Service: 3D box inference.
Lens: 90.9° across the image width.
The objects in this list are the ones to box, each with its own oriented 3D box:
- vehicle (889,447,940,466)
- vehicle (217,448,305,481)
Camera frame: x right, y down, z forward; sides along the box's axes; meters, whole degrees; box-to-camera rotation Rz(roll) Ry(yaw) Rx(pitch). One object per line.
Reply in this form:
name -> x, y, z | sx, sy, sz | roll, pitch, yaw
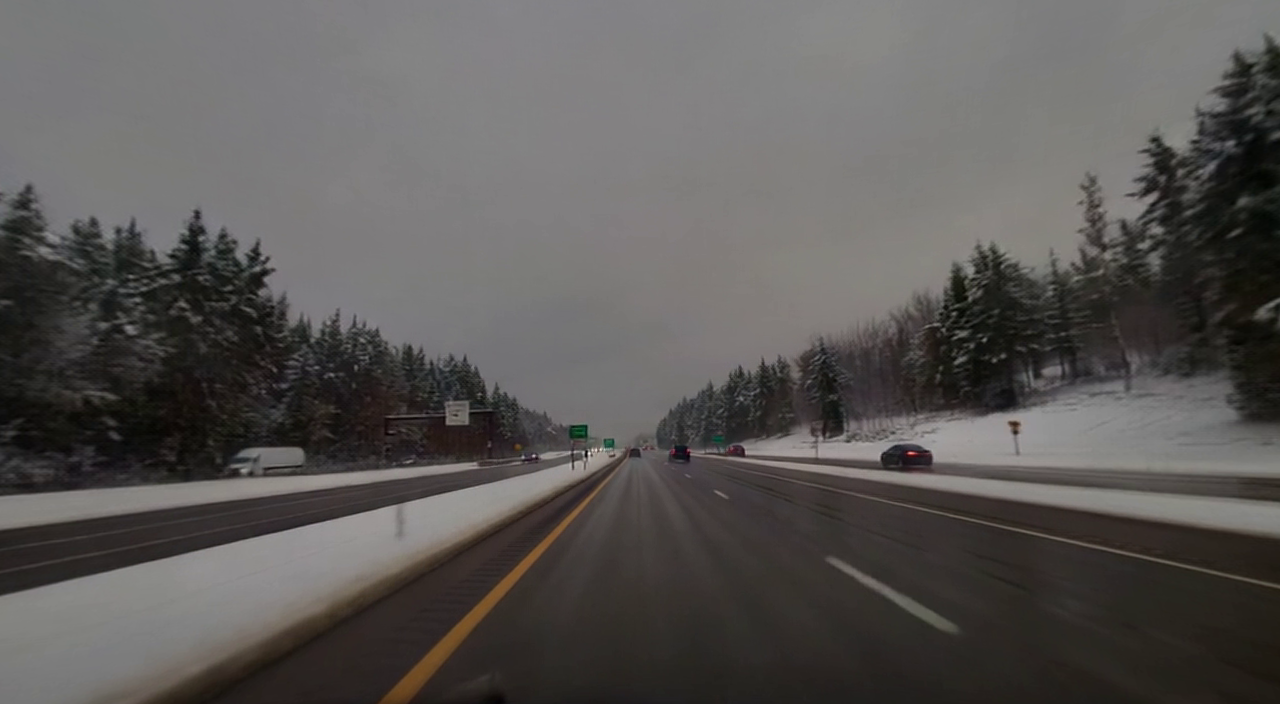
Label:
vehicle -> 21.678, 8.255, 49.911 | 1.926, 1.386, 3.719 | 1, -9, -9
vehicle -> -29.135, 8.637, 48.777 | 2.666, 2.344, 6.287 | 0, -9, 2
